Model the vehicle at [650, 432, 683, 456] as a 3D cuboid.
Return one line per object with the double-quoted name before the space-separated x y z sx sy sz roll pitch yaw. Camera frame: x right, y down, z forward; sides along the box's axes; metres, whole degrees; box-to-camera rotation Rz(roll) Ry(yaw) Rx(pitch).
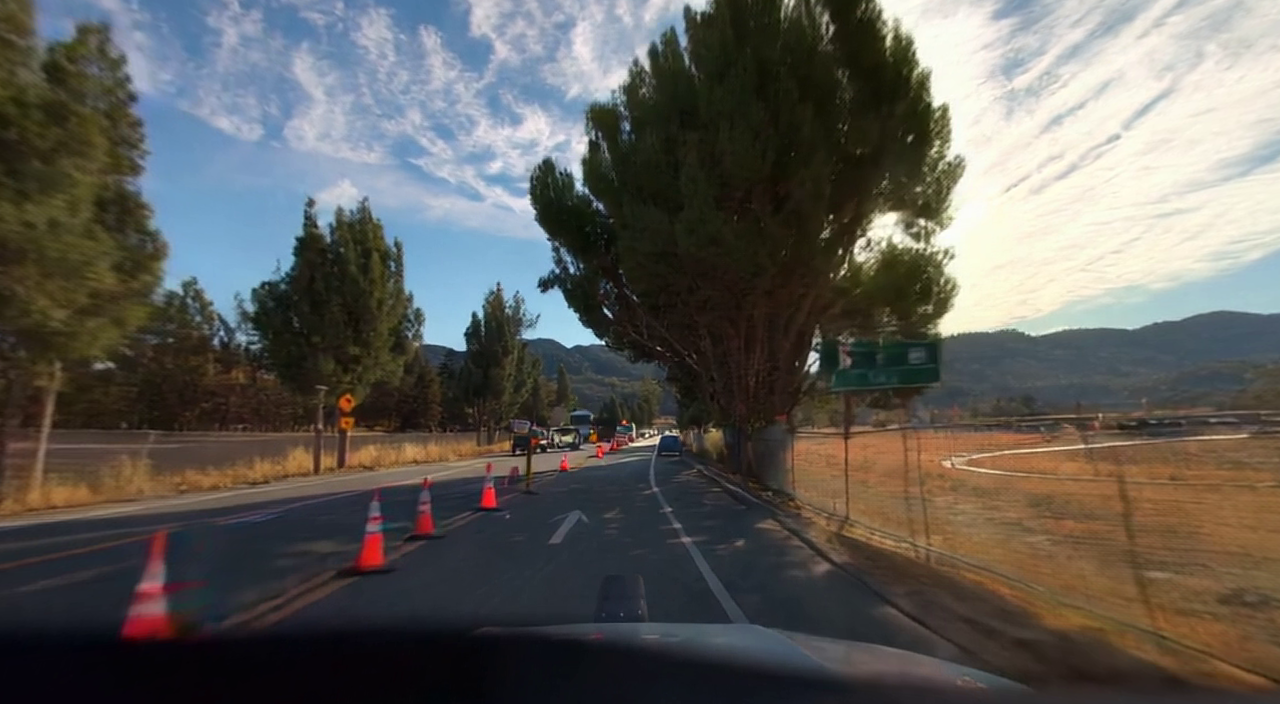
"vehicle" 1.785 6.226 42.665 2.172 1.486 3.581 0 -9 2
